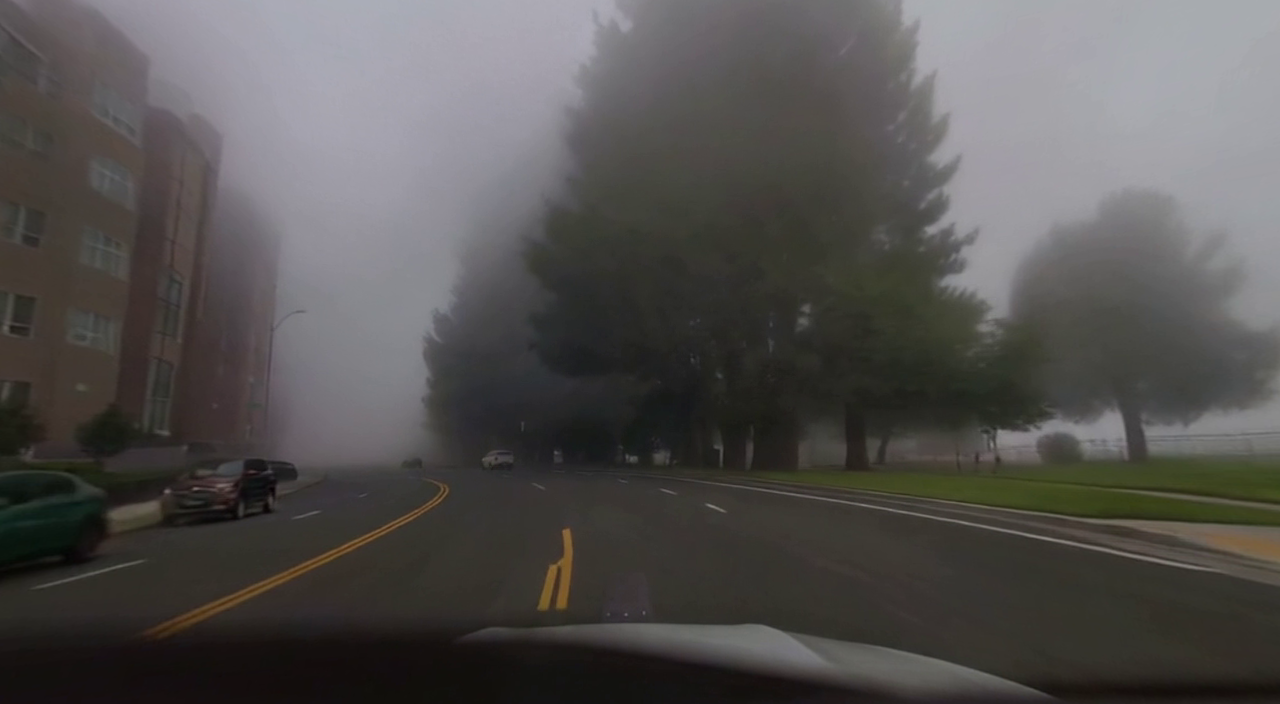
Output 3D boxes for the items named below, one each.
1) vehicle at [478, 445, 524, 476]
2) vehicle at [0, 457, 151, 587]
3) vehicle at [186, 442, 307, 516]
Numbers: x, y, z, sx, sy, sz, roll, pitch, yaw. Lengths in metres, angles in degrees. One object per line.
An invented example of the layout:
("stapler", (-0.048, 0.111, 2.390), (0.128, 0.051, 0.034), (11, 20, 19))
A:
("vehicle", (-8.999, 6.933, 40.578), (2.000, 1.809, 4.405), (4, -9, -24))
("vehicle", (-9.355, 2.381, 8.973), (1.908, 1.602, 4.279), (-1, -8, -10))
("vehicle", (-11.791, 3.756, 19.266), (2.055, 1.921, 4.533), (3, -9, -19))
